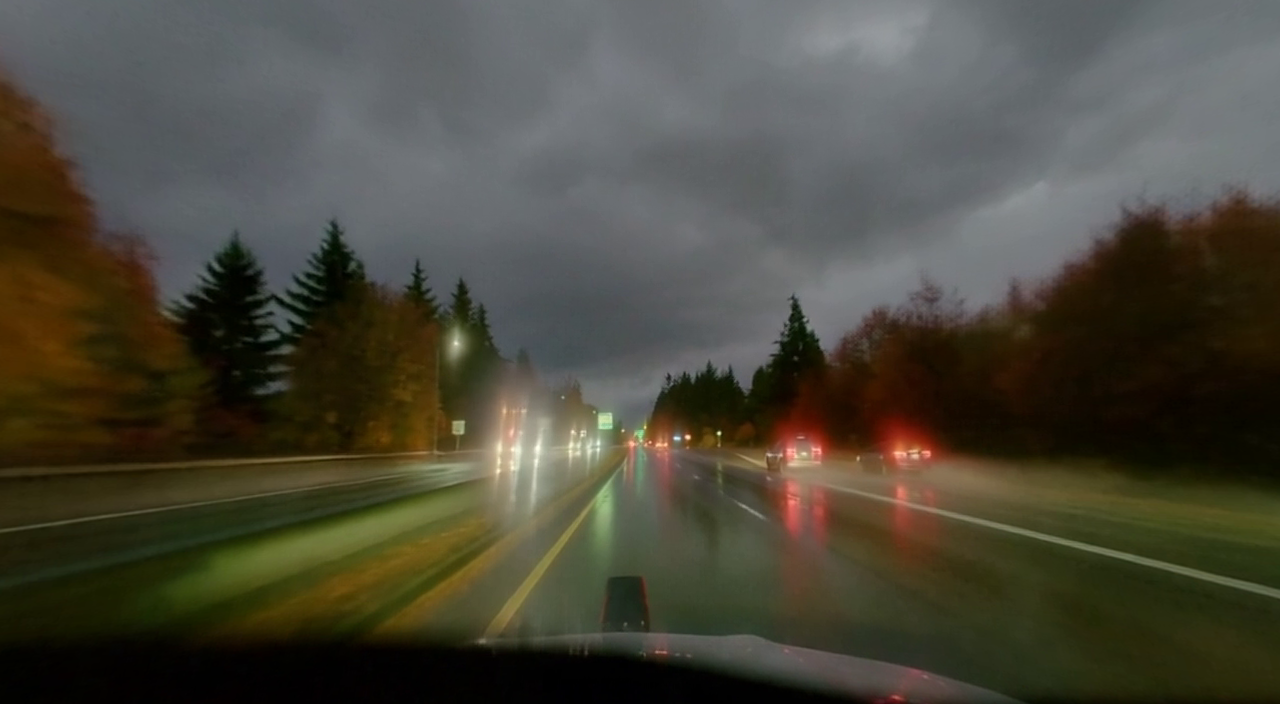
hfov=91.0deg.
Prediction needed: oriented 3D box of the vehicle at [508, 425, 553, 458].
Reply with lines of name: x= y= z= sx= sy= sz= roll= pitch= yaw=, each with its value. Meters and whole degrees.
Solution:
vehicle: x=-8.247 y=6.830 z=48.001 sx=2.314 sy=2.316 sz=5.813 roll=0 pitch=-8 yaw=1
